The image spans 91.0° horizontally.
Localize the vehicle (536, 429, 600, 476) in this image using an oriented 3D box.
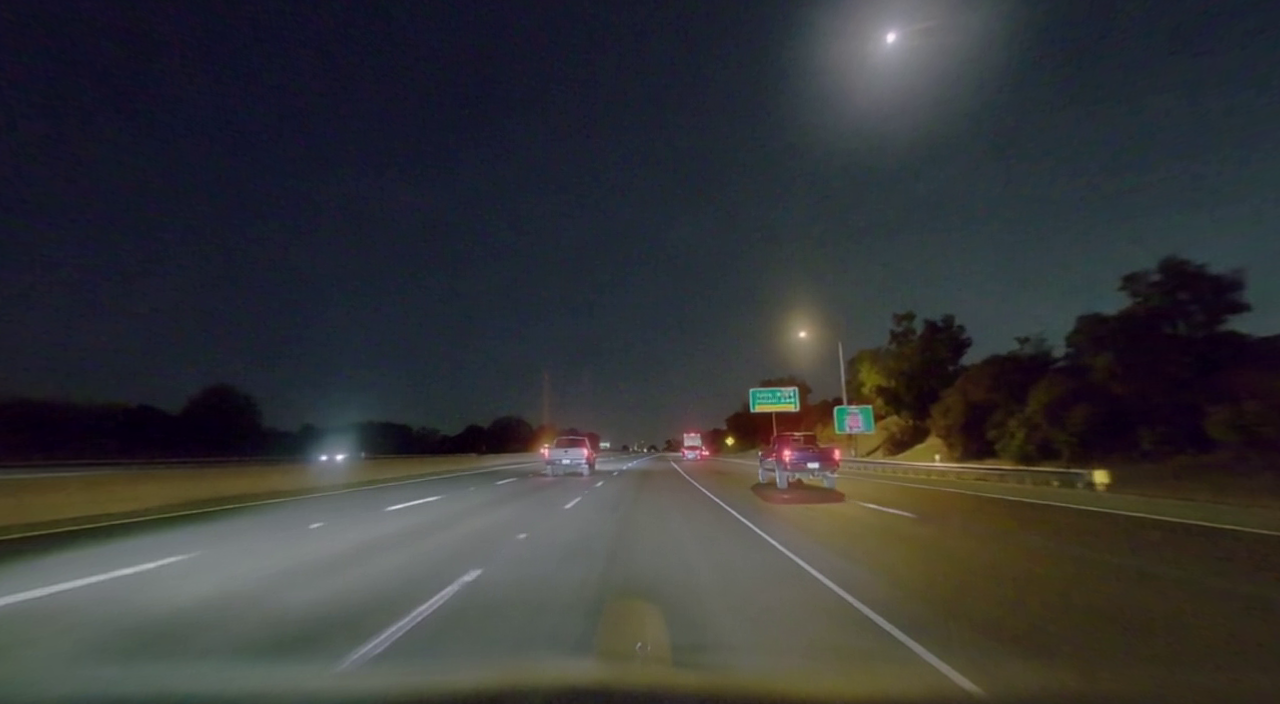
[{"bbox_3d":[-3.671,5.324,33.524,2.496,2.203,6.317,0,-9,2],"label":"vehicle"}]
